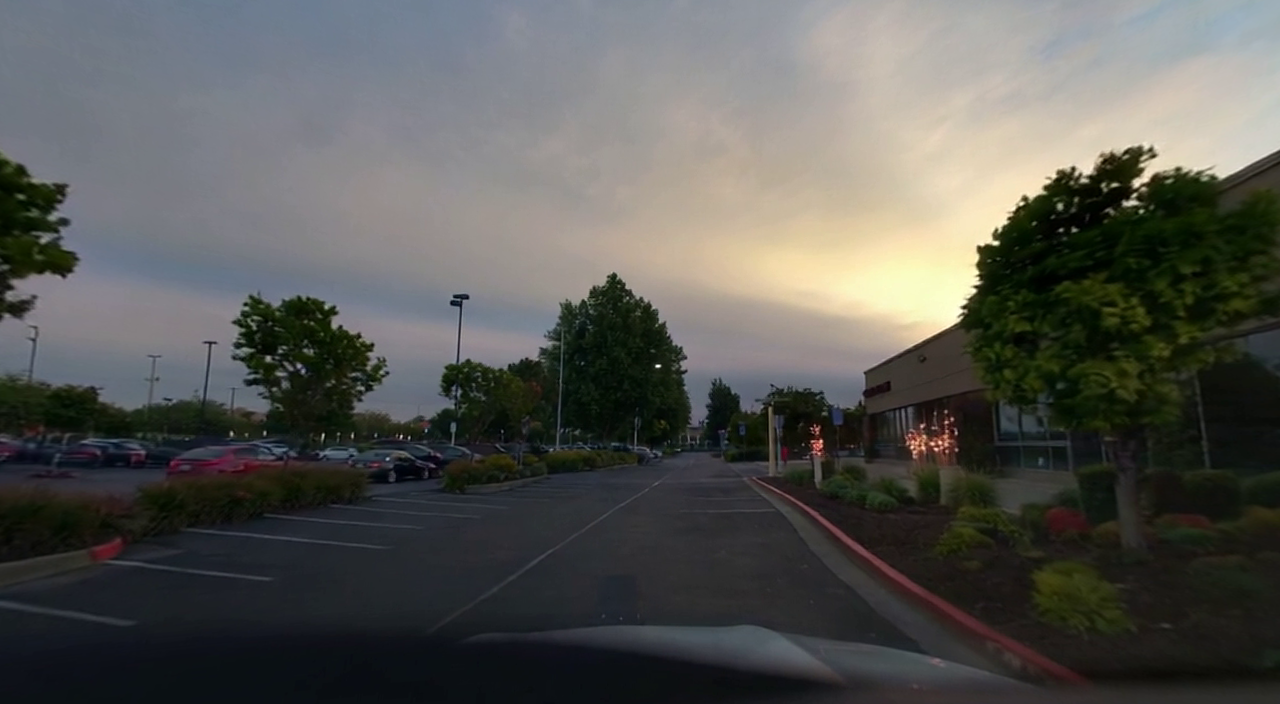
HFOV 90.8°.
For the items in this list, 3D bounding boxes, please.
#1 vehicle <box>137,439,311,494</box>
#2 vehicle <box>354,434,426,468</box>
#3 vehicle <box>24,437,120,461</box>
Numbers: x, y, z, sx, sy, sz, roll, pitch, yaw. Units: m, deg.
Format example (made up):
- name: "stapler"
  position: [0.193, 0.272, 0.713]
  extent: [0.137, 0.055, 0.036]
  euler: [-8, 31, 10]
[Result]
- name: "vehicle"
  position: [-12.307, 3.391, 19.124]
  extent: [1.847, 1.443, 4.484]
  euler: [-1, -9, 7]
- name: "vehicle"
  position: [-15.149, 6.049, 38.589]
  extent: [1.972, 1.923, 4.535]
  euler: [-1, -9, 8]
- name: "vehicle"
  position: [-36.628, 6.301, 40.897]
  extent: [1.858, 1.449, 4.296]
  euler: [-2, -9, 10]
